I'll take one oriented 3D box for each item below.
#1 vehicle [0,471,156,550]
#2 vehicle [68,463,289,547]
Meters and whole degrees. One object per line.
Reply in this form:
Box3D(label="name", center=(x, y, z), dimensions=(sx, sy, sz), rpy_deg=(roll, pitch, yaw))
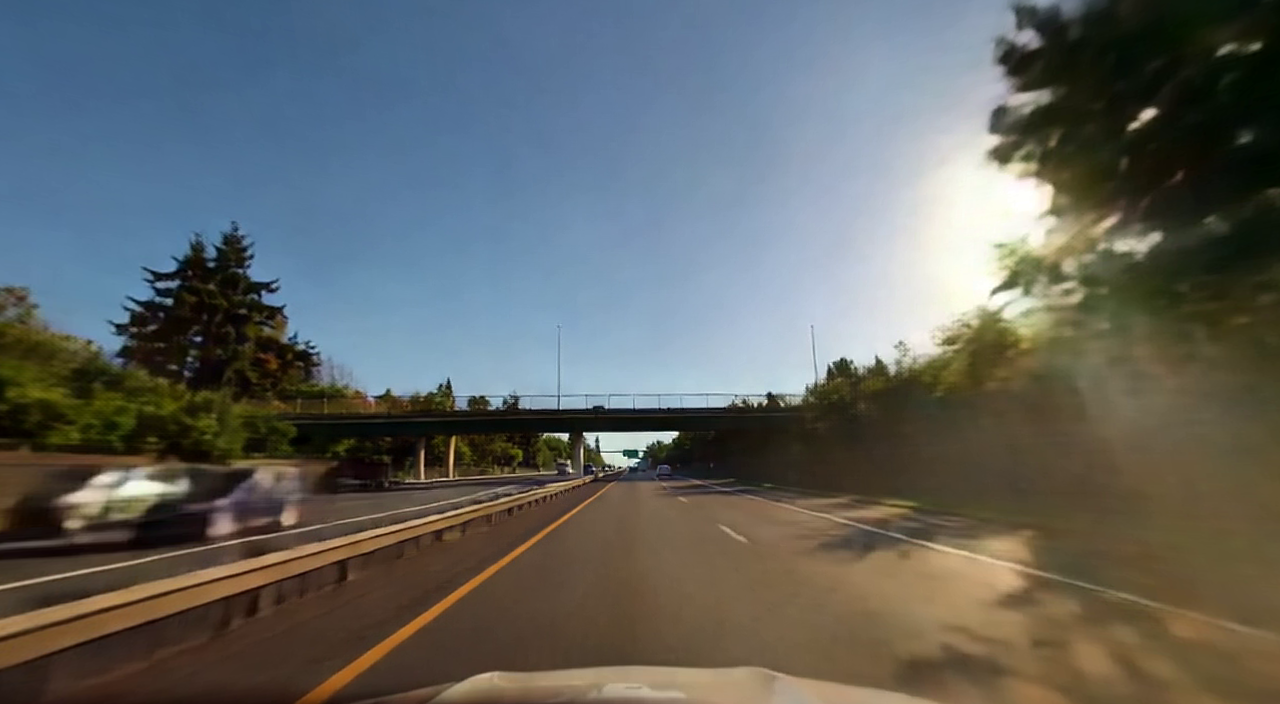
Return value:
Box3D(label="vehicle", center=(-13.499, 3.399, 13.829), dimensions=(1.921, 1.467, 4.670), rpy_deg=(1, -11, 0))
Box3D(label="vehicle", center=(-9.523, 3.156, 13.414), dimensions=(1.827, 1.492, 3.722), rpy_deg=(1, -10, 0))
